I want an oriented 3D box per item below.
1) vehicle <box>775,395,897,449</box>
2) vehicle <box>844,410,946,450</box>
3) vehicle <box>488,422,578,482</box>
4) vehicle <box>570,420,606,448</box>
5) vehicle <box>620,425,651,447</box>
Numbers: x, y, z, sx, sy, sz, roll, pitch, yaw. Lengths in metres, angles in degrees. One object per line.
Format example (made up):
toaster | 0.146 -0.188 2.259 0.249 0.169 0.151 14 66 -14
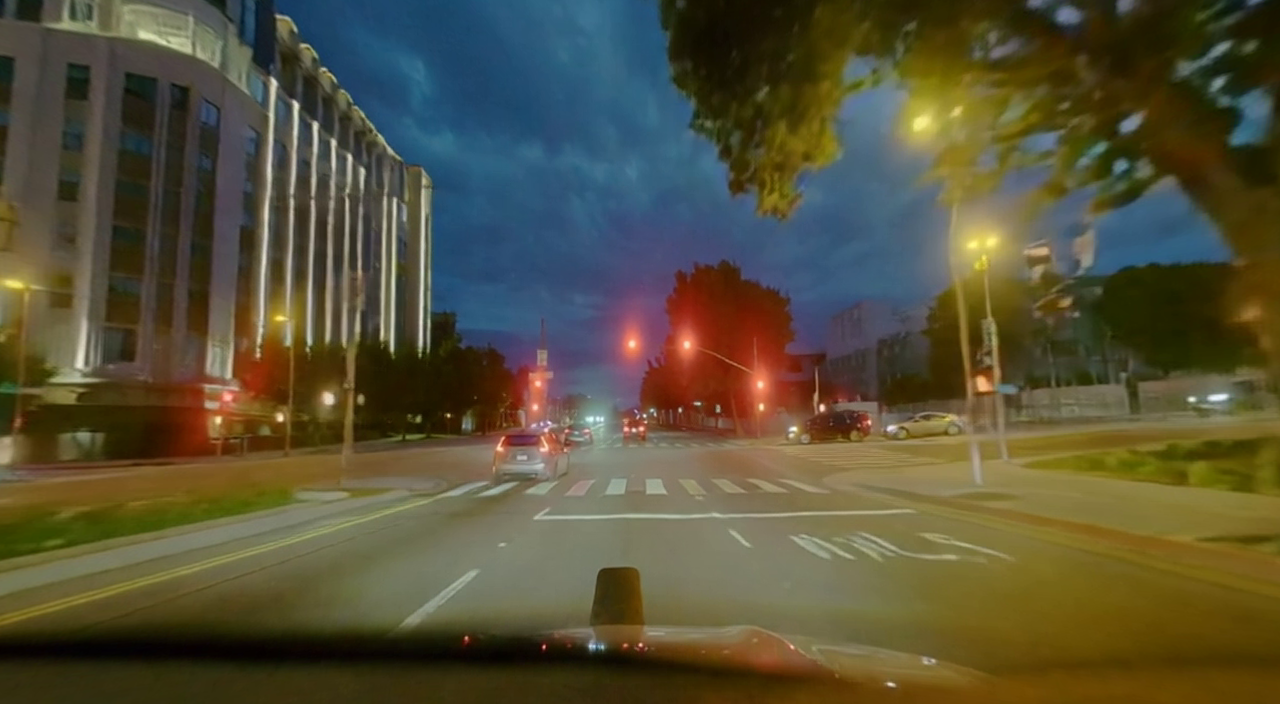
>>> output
vehicle | 11.704 4.262 38.098 6.233 2.668 2.627 -4 -8 -3
vehicle | 13.112 4.021 32.702 4.328 1.742 1.942 -3 -6 -1
vehicle | -3.326 3.256 20.640 2.116 1.725 4.315 0 -9 1
vehicle | -3.569 5.758 44.069 2.152 1.802 4.628 0 -9 0
vehicle | -0.336 5.977 44.635 2.095 1.438 3.843 0 -9 -1
